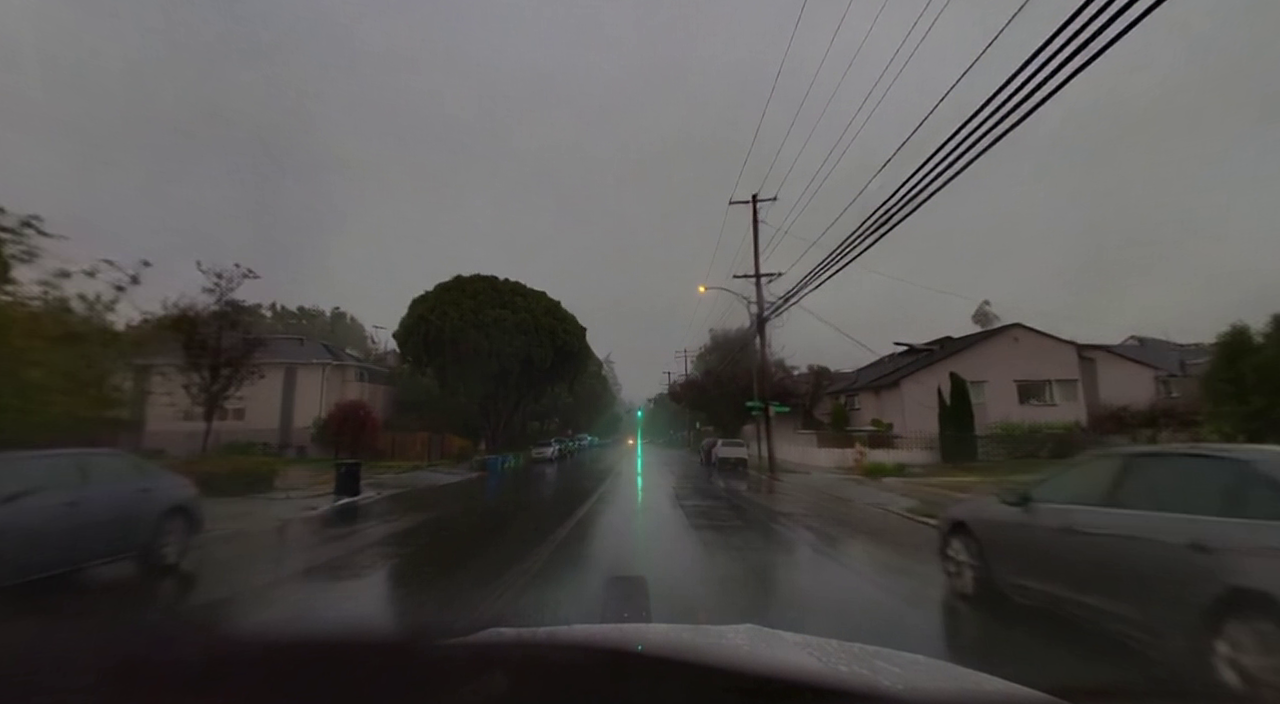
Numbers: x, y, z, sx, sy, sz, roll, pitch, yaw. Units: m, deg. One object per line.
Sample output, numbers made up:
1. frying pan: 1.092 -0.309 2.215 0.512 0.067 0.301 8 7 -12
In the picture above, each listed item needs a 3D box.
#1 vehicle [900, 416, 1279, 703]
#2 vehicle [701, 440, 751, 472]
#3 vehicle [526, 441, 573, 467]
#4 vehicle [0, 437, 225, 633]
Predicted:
1. vehicle: 3.842 1.236 4.164 2.037 1.484 4.871 0 -8 -2
2. vehicle: 4.169 5.095 31.121 1.851 1.438 4.177 0 -8 0
3. vehicle: -5.634 6.429 39.910 2.231 1.492 4.727 0 -8 1
4. vehicle: -5.909 1.477 5.263 1.896 1.473 4.492 1 -7 -1
